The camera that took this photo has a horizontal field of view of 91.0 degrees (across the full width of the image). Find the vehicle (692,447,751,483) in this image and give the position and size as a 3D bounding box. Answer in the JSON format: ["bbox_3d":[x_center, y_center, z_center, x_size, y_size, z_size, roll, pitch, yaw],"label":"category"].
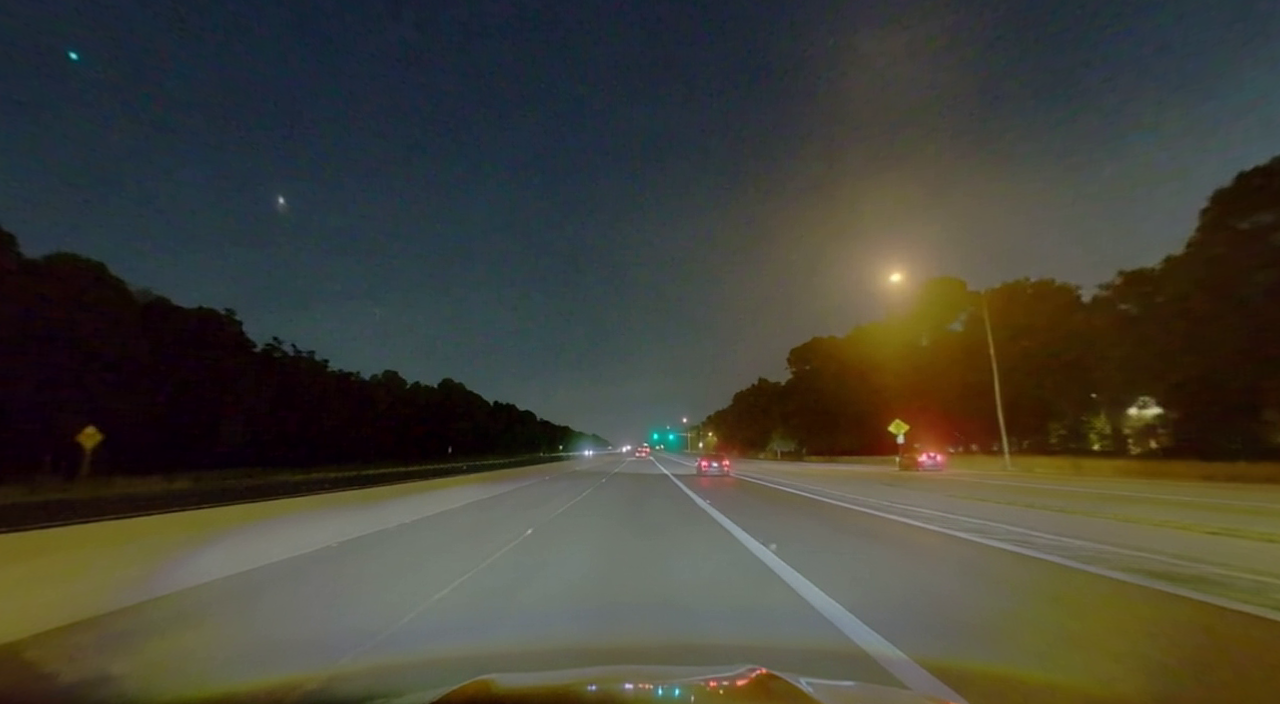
[{"bbox_3d":[3.630,5.143,28.972,2.115,1.522,4.330,0,-9,0],"label":"vehicle"}]
